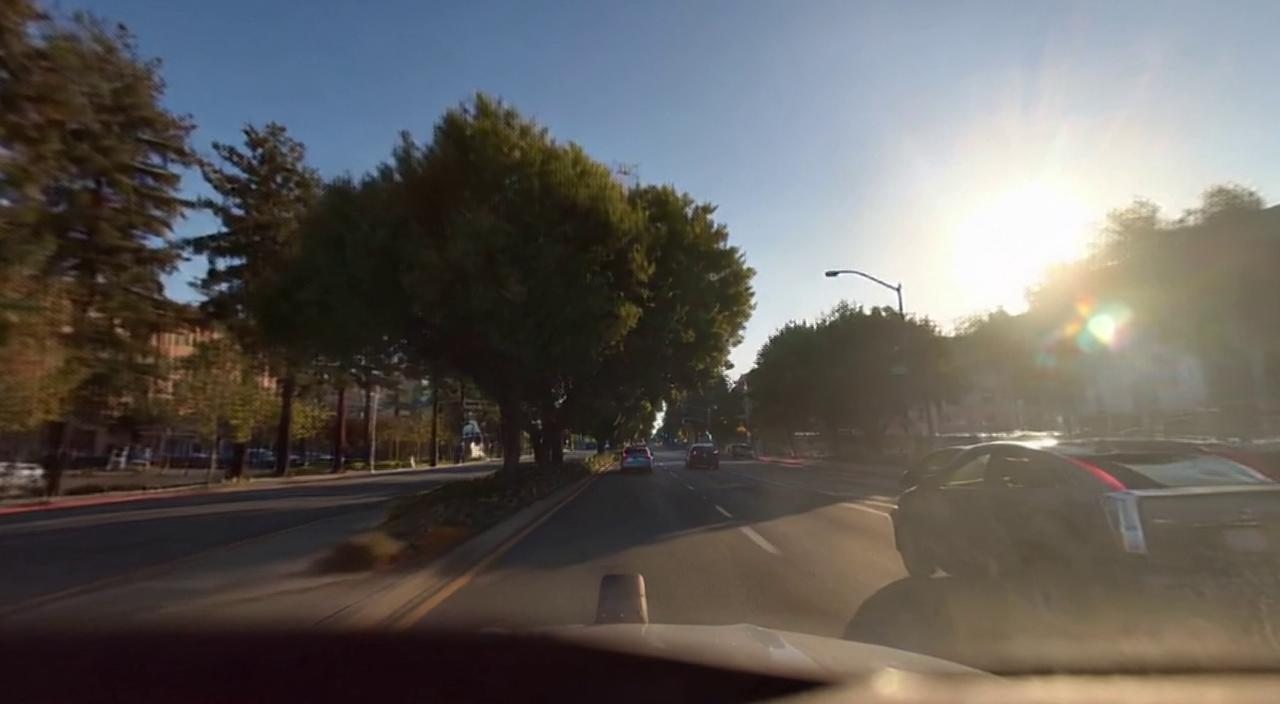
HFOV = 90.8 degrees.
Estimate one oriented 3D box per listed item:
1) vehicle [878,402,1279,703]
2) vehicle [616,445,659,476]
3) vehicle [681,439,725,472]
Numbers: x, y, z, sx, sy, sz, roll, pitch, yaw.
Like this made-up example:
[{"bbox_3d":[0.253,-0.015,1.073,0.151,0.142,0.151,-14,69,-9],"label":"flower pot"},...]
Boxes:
[{"bbox_3d":[3.628,1.300,4.996,1.937,1.538,3.832,0,-9,-1],"label":"vehicle"},{"bbox_3d":[-0.162,5.535,32.489,2.054,1.446,3.969,0,-9,-1],"label":"vehicle"},{"bbox_3d":[3.584,5.962,36.539,2.036,1.757,4.300,0,-9,-1],"label":"vehicle"}]
